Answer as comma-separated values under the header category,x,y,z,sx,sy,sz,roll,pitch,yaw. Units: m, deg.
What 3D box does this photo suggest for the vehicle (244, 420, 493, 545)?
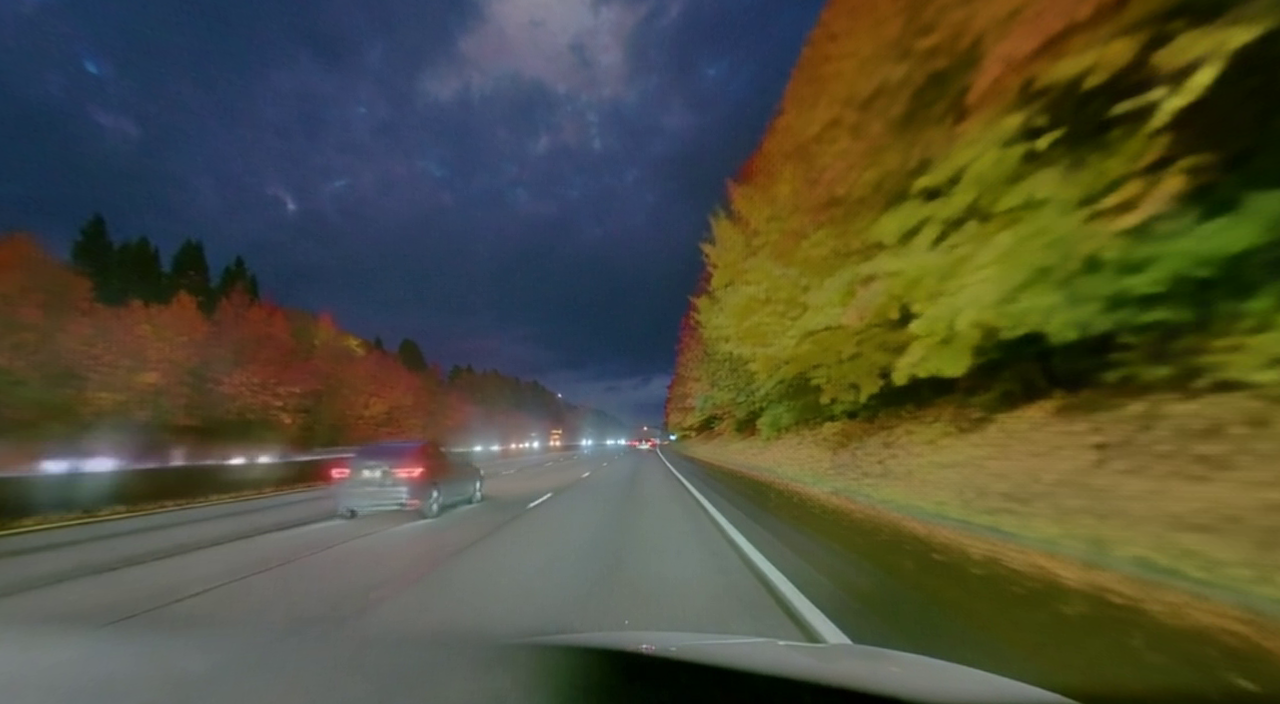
category,x,y,z,sx,sy,sz,roll,pitch,yaw
vehicle,-4.161,2.068,10.687,2.123,1.643,4.479,0,-8,1

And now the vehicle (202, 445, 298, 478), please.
category,x,y,z,sx,sy,sz,roll,pitch,yaw
vehicle,-19.319,5.405,31.414,1.837,1.512,4.467,0,-8,1
